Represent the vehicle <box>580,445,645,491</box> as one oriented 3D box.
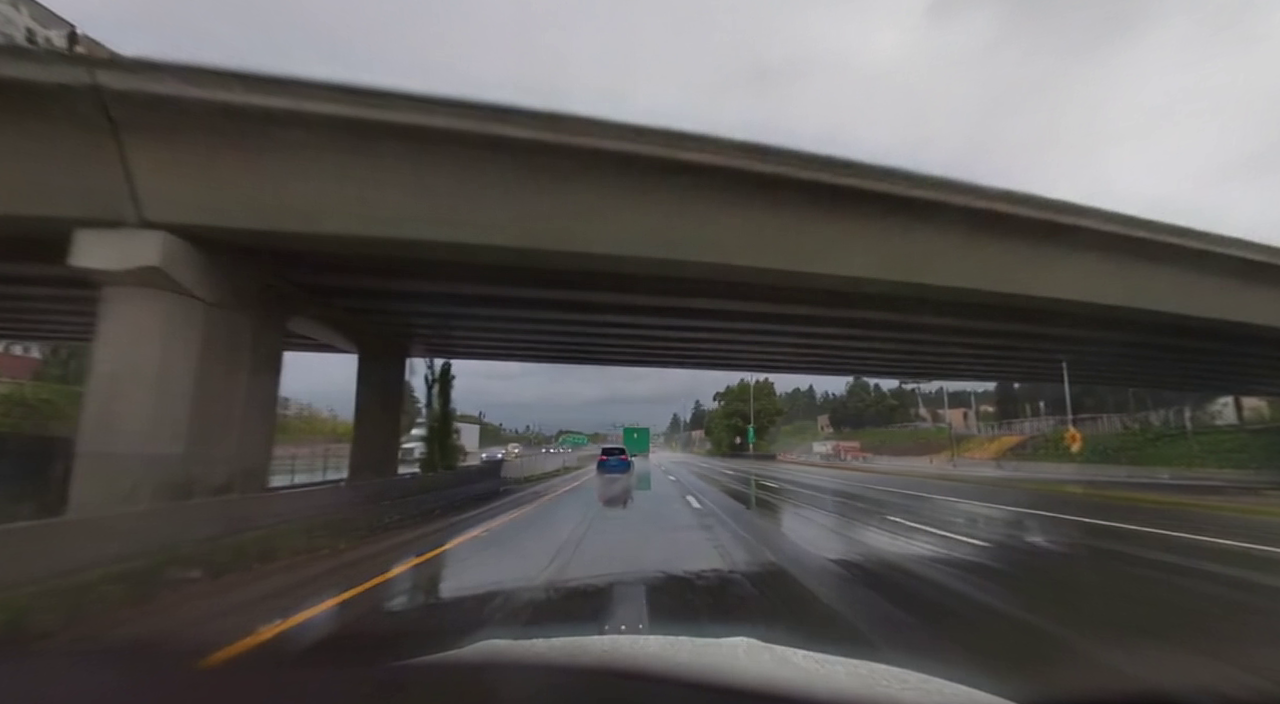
[{"bbox_3d":[-0.864,4.078,22.473,2.039,1.478,4.483,0,-9,1],"label":"vehicle"}]
